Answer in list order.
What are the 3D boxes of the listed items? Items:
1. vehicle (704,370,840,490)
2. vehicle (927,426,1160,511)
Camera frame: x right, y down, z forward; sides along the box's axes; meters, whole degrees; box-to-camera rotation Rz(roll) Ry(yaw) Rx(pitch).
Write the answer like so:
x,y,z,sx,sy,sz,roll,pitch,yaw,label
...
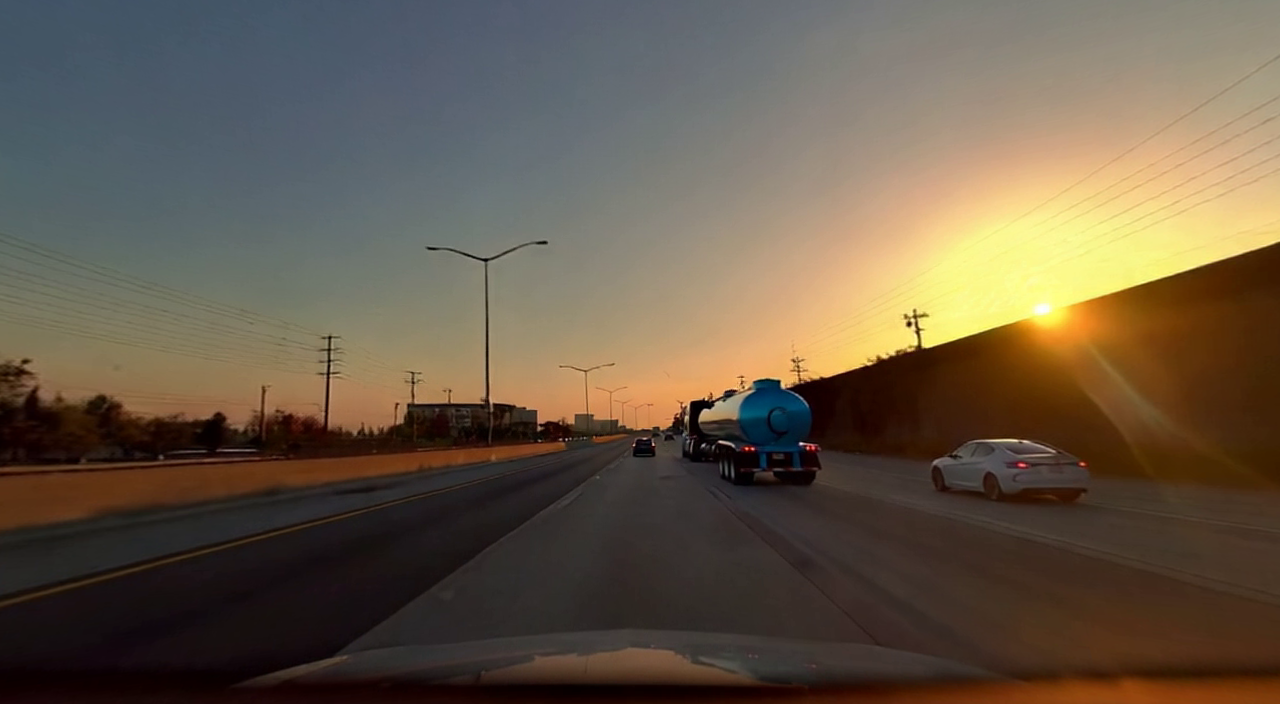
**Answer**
x,y,z,sx,sy,sz,roll,pitch,yaw,label
3.900,2.657,20.827,2.791,3.179,8.074,0,-8,1,vehicle
8.146,2.396,13.434,1.905,1.480,4.624,0,-8,0,vehicle
